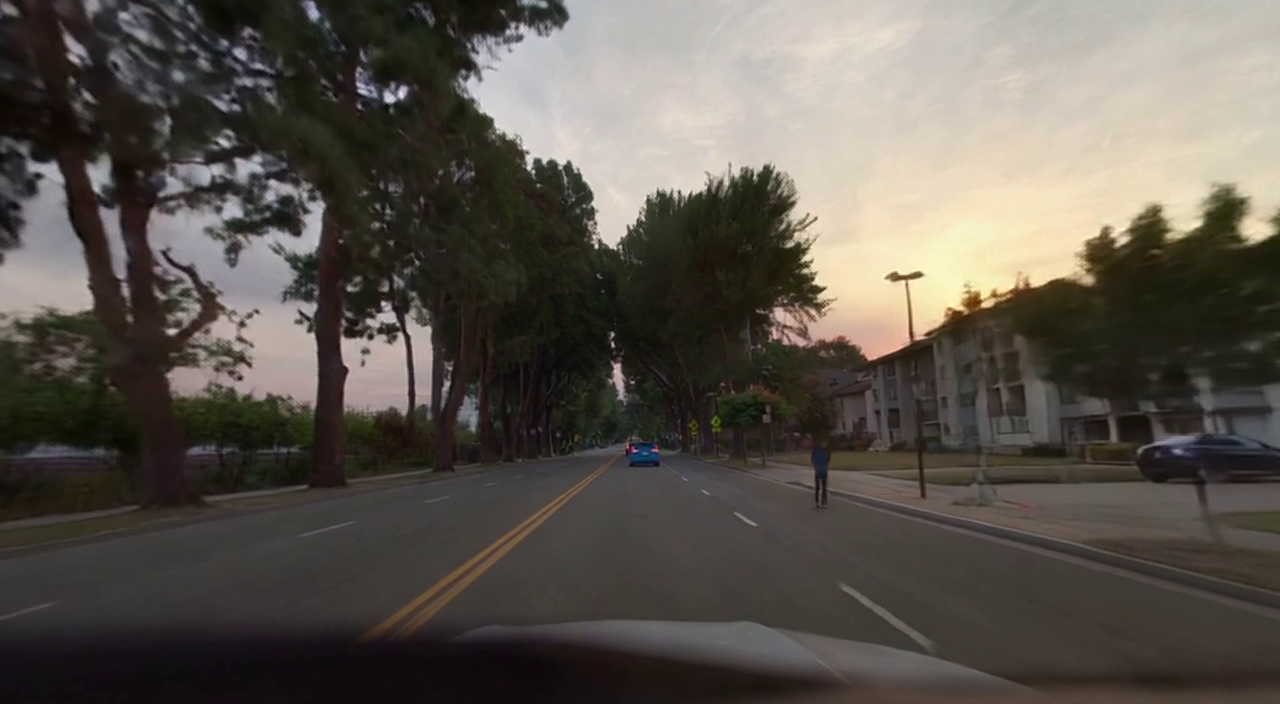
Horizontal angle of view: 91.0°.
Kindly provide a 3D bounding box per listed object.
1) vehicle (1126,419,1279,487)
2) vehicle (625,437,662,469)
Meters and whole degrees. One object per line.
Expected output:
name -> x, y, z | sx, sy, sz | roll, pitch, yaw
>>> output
vehicle -> 17.215, 2.921, 18.276 | 4.237, 1.819, 2.245 | 0, -9, 0
vehicle -> 0.208, 5.655, 35.338 | 1.981, 1.703, 3.691 | 0, -9, 0
